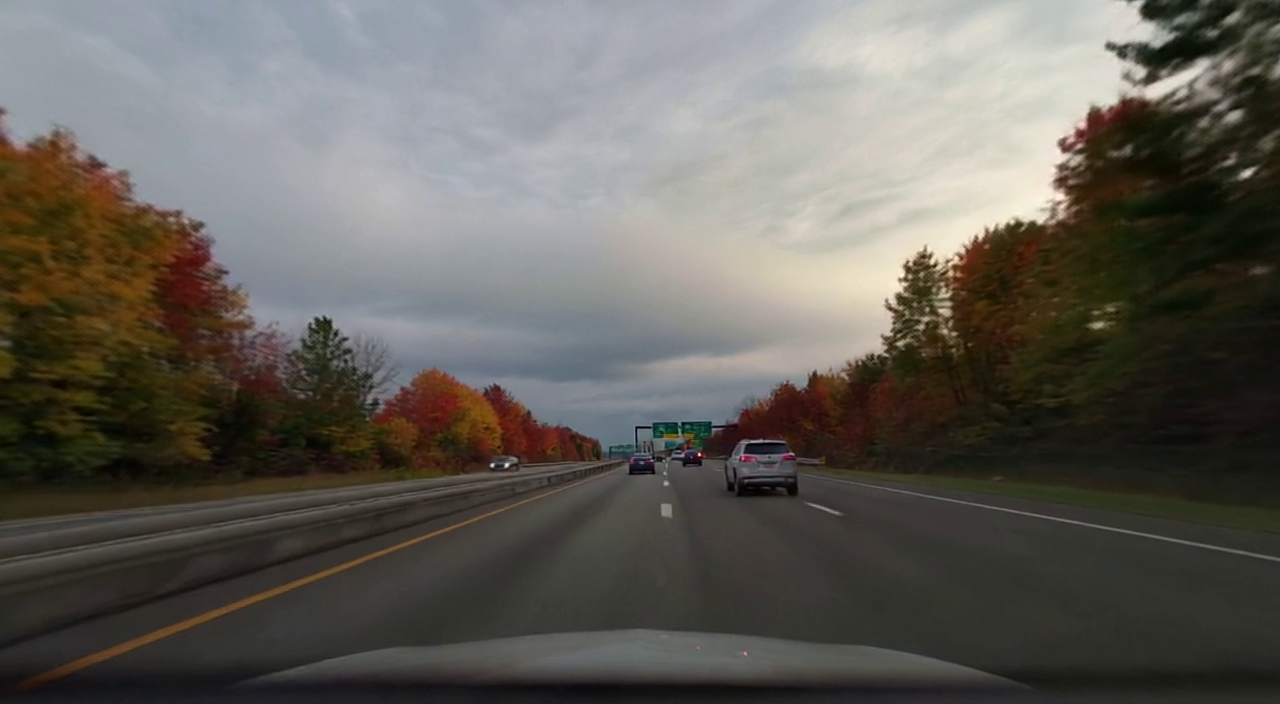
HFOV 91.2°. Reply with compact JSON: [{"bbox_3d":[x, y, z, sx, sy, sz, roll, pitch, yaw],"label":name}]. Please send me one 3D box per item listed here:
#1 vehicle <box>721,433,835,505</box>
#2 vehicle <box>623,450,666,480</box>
[{"bbox_3d":[3.607,3.172,17.338,2.250,1.718,4.358,-1,-9,1],"label":"vehicle"},{"bbox_3d":[0.276,5.656,31.627,2.037,1.418,3.793,-1,-9,2],"label":"vehicle"}]
